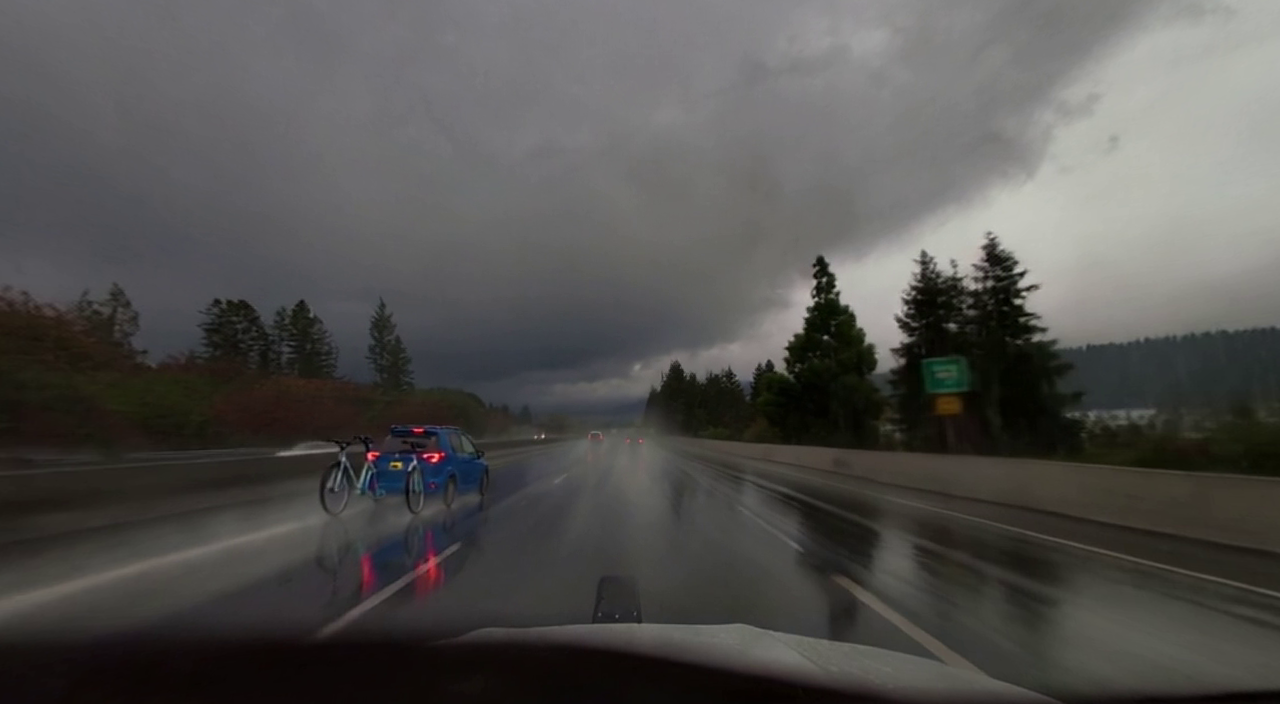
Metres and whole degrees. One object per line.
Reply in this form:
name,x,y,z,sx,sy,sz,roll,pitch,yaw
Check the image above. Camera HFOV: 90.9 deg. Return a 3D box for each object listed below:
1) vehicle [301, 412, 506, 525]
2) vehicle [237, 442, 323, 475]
vehicle,-3.964,2.007,11.542,2.064,1.647,4.381,0,-8,0
vehicle,-17.761,5.250,31.322,1.855,1.444,4.044,0,-8,0
